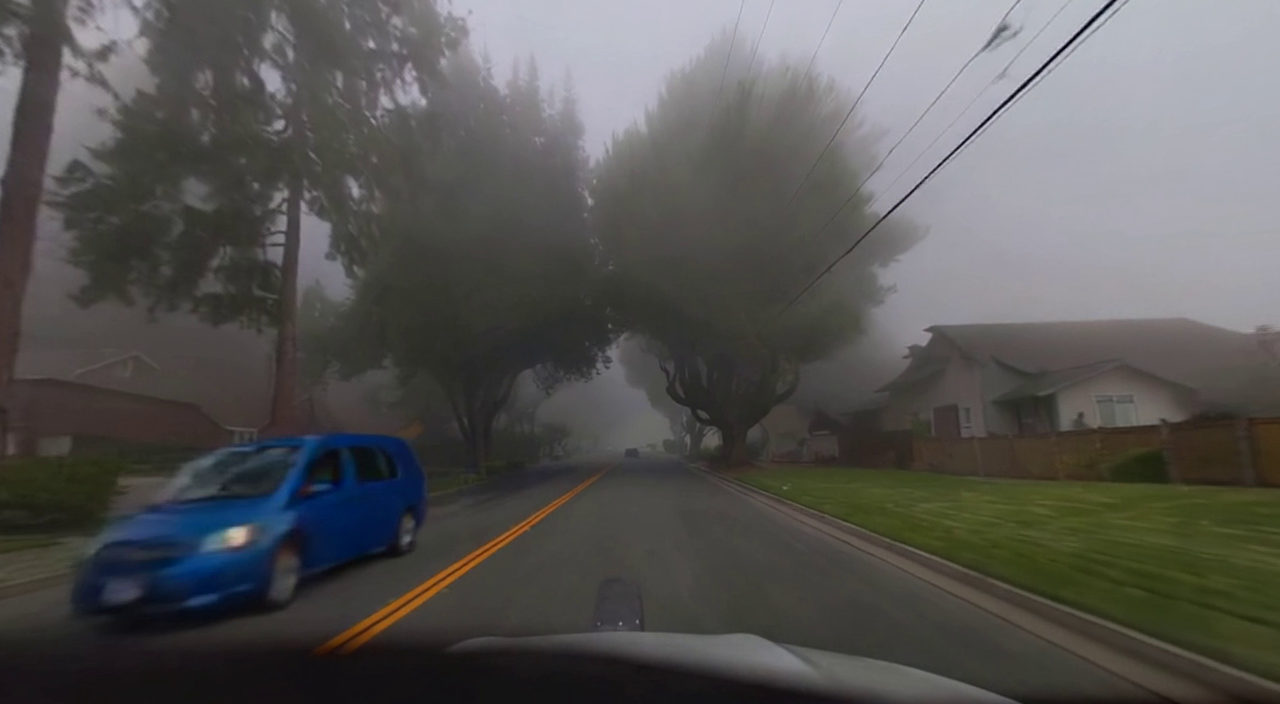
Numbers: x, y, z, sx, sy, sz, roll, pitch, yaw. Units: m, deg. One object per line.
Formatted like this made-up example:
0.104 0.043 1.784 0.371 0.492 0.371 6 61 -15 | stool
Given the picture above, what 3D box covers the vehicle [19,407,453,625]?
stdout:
-4.080 1.731 7.677 2.161 1.798 4.627 0 -9 0 | vehicle
